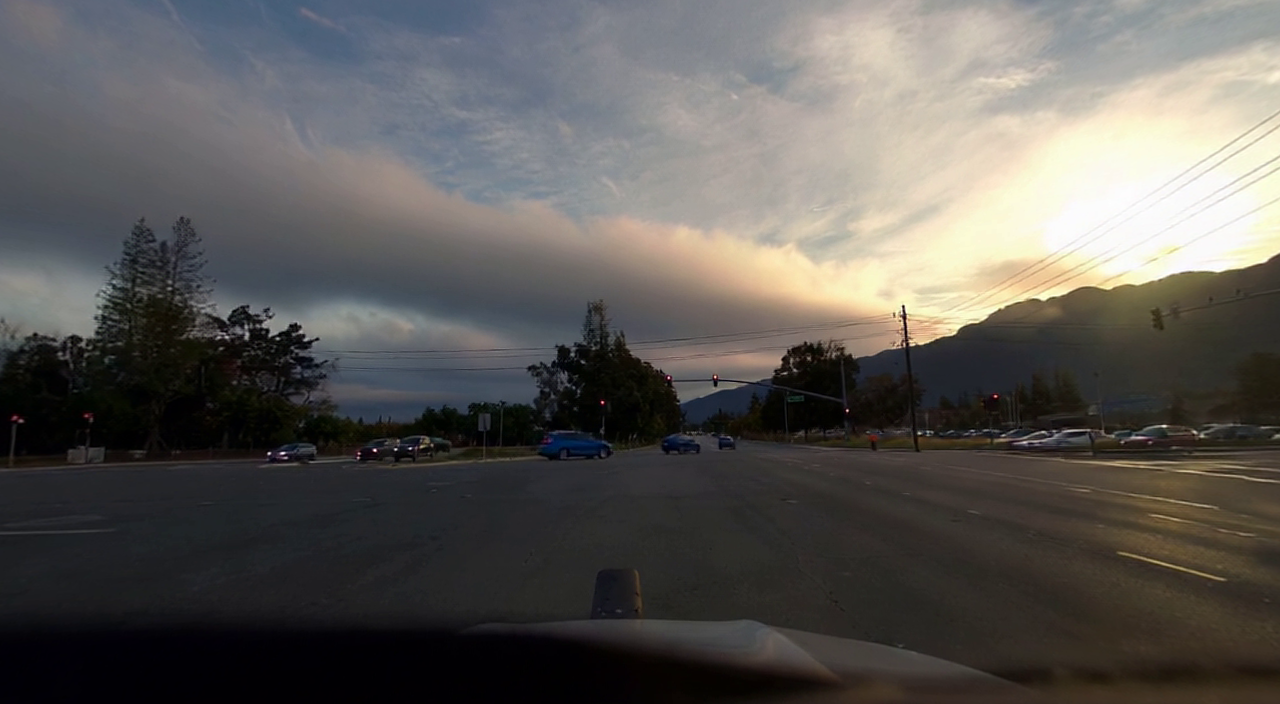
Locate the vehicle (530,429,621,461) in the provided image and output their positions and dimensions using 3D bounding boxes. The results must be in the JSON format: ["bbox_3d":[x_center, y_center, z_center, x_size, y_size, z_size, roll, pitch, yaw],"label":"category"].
[{"bbox_3d":[-3.692,5.372,36.446,4.812,1.735,2.105,6,-11,-37],"label":"vehicle"}]

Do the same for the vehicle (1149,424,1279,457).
[{"bbox_3d":[27.284,4.196,29.815,4.778,1.495,1.959,0,-8,0],"label":"vehicle"}]

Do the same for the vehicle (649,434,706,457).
[{"bbox_3d":[2.674,6.530,44.191,2.044,1.542,4.218,-6,-10,36],"label":"vehicle"}]

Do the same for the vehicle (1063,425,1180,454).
[{"bbox_3d":[28.268,5.157,37.209,5.100,1.680,2.055,0,-8,1],"label":"vehicle"}]
